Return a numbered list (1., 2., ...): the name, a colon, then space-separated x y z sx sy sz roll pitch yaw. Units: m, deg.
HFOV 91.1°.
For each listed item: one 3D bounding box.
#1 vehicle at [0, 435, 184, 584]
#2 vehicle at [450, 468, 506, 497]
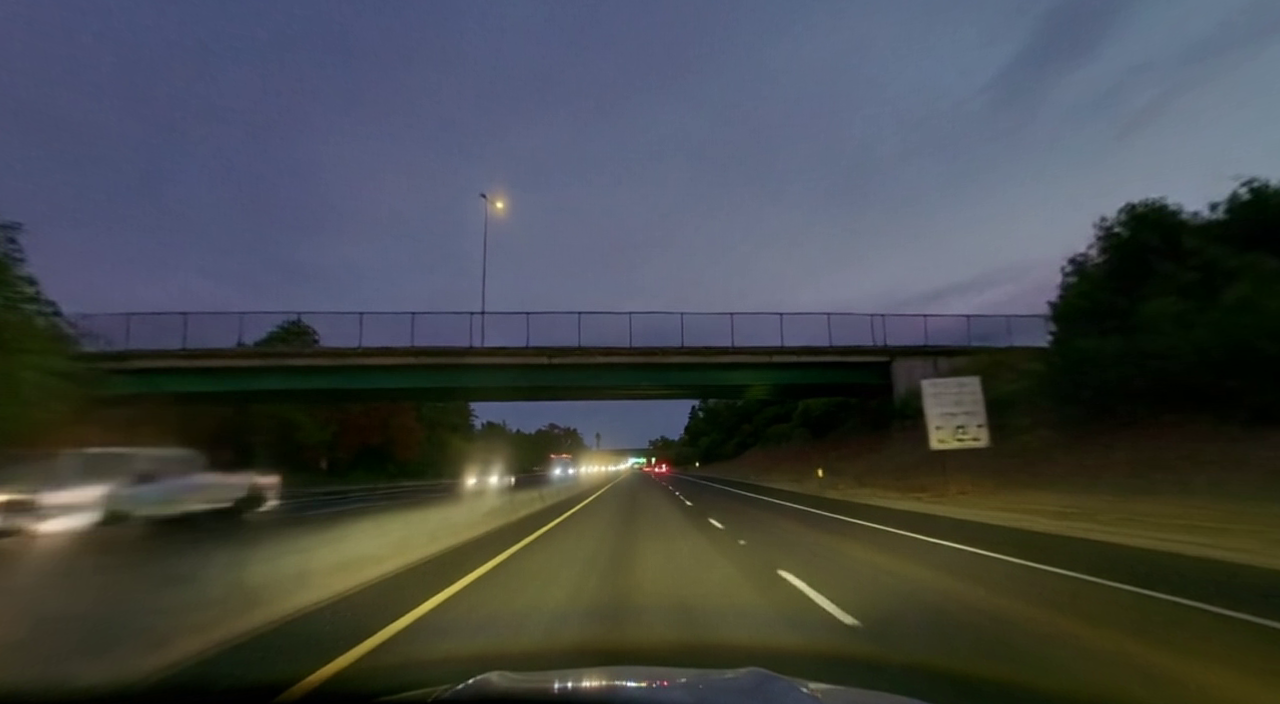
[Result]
1. vehicle: -8.333 1.909 7.852 2.013 1.672 4.241 1 -10 -1
2. vehicle: -8.915 7.220 34.983 1.981 1.457 4.337 1 -10 0
